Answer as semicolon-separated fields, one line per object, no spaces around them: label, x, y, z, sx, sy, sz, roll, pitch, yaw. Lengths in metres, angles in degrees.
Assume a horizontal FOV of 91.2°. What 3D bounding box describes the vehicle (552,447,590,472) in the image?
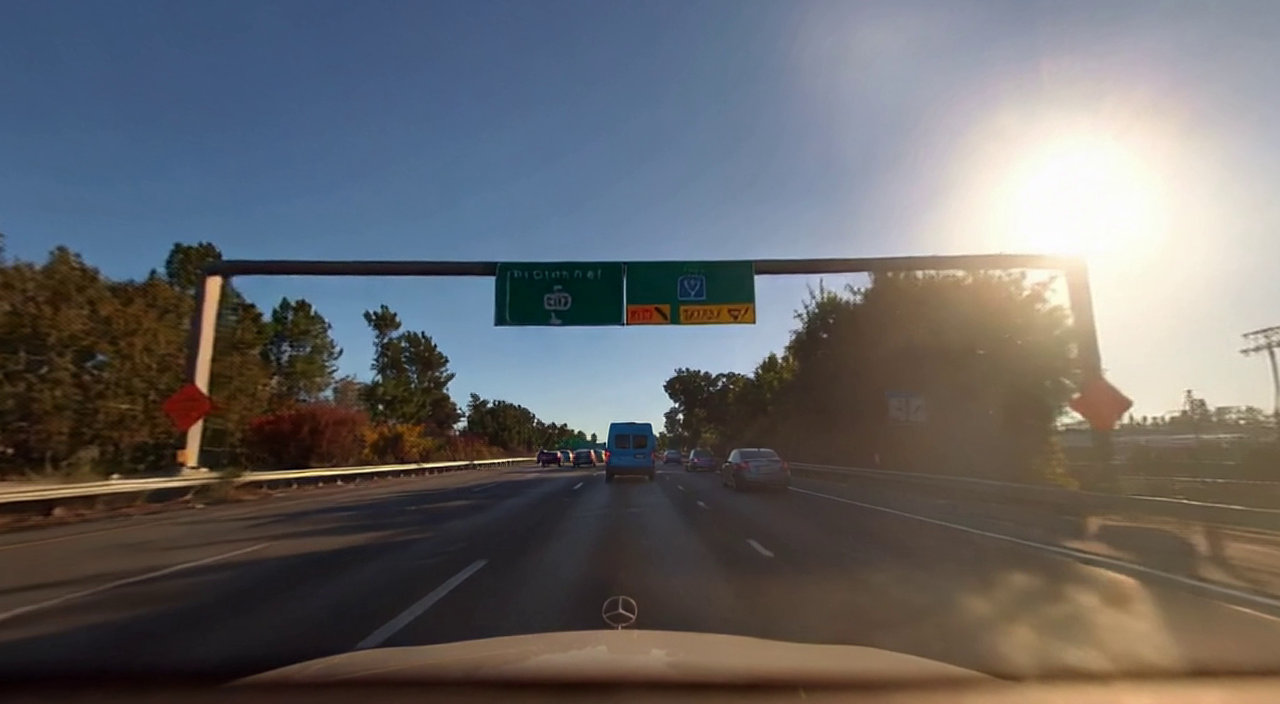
vehicle;-4.461;6.990;41.004;2.003;1.498;4.386;0;-9;-1

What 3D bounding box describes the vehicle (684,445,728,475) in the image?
vehicle;3.547;5.924;34.491;1.978;1.510;4.462;-1;-9;0

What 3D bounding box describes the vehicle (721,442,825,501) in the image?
vehicle;3.755;3.473;18.684;2.015;1.491;4.732;0;-9;-1

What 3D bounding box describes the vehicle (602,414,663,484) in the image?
vehicle;-0.325;4.010;25.901;2.268;2.551;5.144;0;-9;-1
